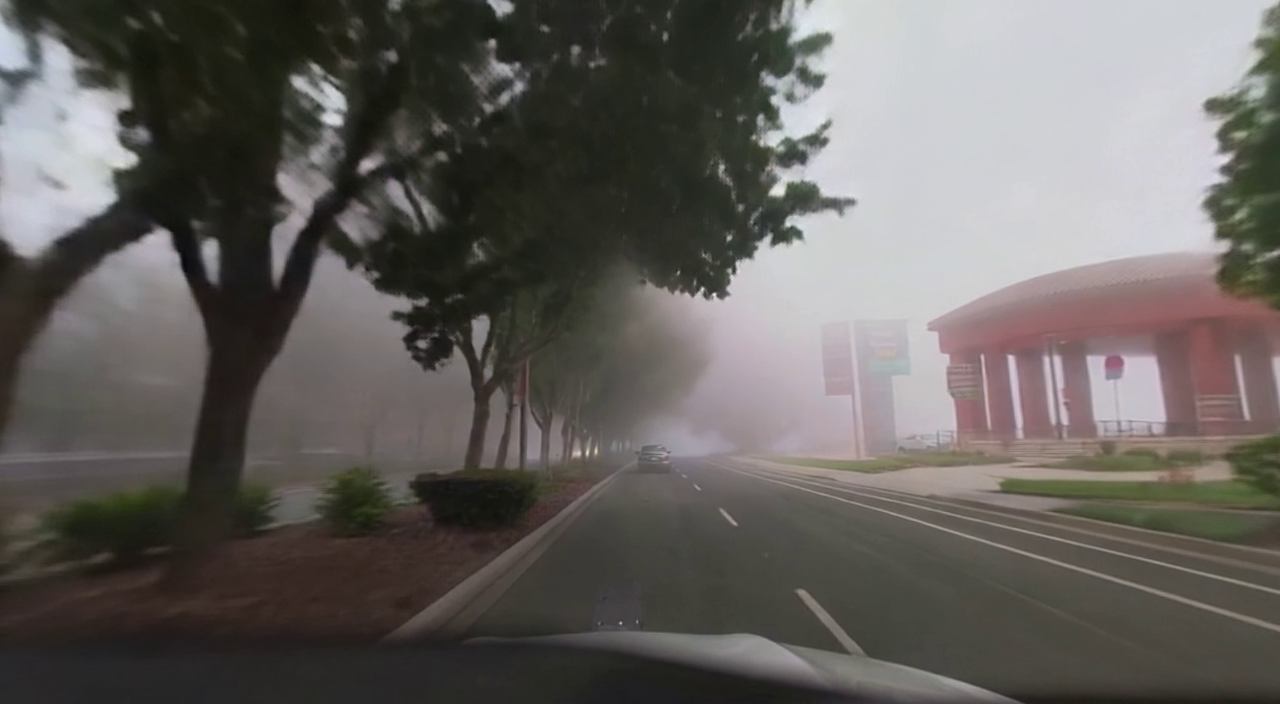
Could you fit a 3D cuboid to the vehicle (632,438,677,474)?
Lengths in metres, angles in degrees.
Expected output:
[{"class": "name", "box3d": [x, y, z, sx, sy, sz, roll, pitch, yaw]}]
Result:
[{"class": "vehicle", "box3d": [0.751, 5.293, 32.481, 2.123, 1.703, 4.292, 0, -8, 1]}]
